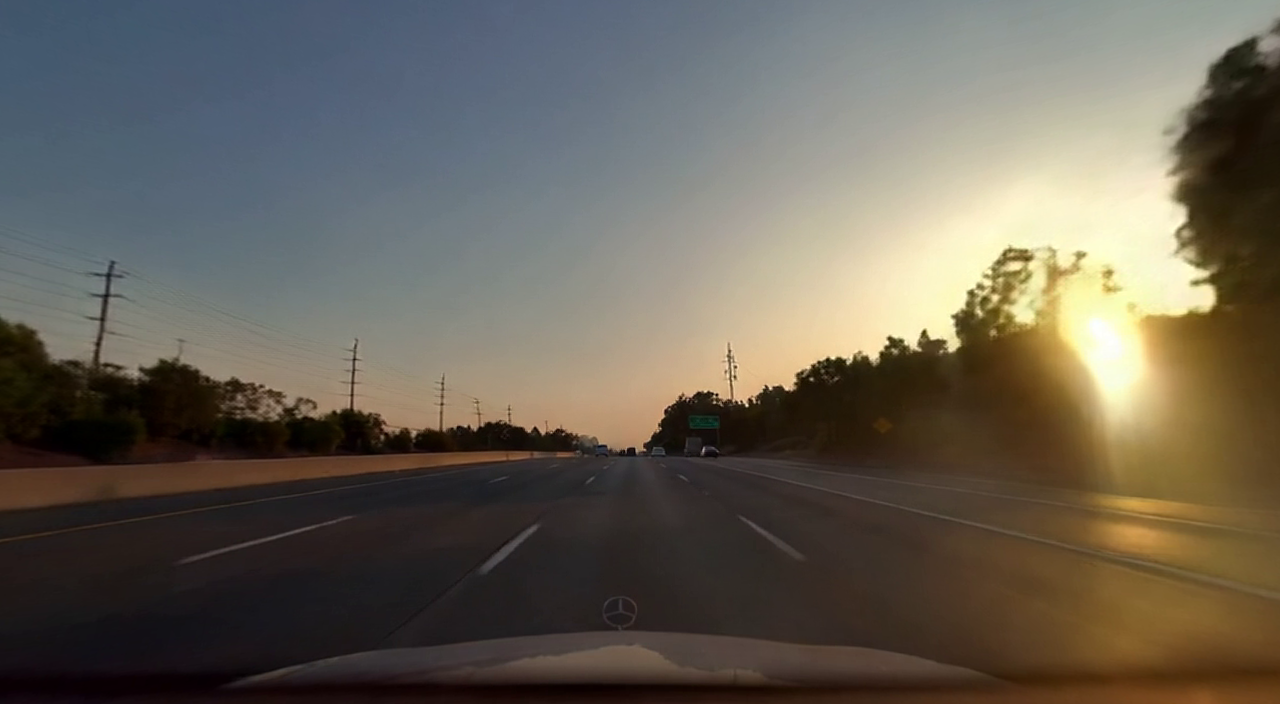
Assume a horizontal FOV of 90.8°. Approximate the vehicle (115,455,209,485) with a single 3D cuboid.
[{"bbox_3d":[-25.560,6.299,33.959,1.761,1.450,4.262,0,-9,-1],"label":"vehicle"}]
